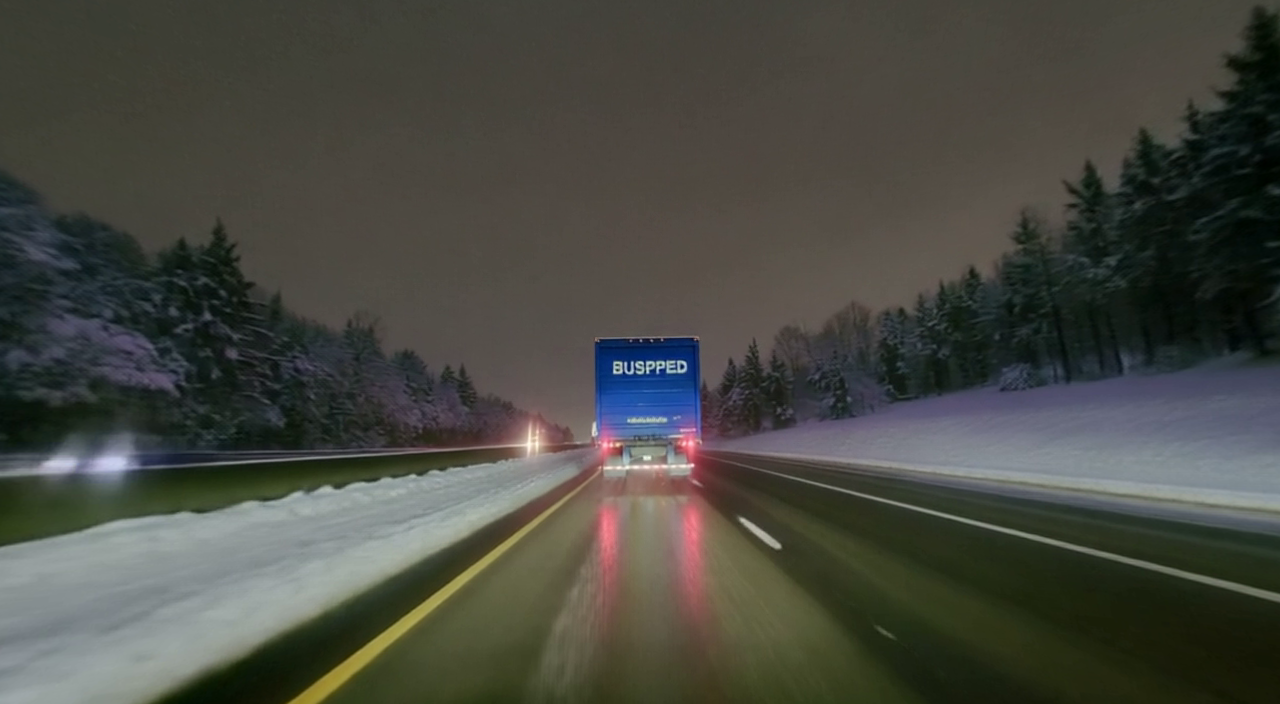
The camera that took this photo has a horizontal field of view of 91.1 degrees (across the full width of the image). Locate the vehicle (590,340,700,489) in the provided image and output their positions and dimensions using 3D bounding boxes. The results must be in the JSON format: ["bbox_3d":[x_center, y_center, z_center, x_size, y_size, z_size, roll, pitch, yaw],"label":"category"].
[{"bbox_3d":[0.094,2.216,20.914,2.870,3.911,8.697,0,-8,0],"label":"vehicle"}]
